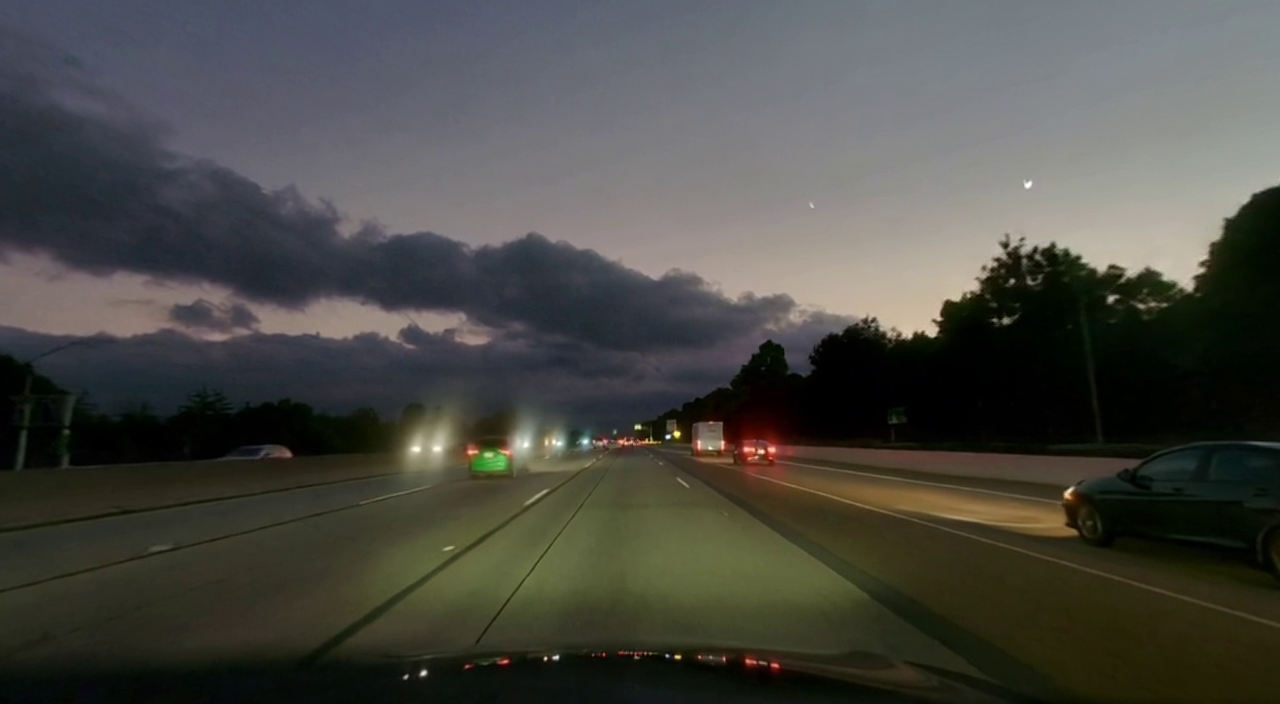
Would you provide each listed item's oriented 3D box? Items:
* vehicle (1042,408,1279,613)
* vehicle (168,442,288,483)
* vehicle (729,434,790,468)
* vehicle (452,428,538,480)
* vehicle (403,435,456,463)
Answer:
[{"bbox_3d":[5.702,1.231,5.130,2.028,1.488,4.236,0,-8,0],"label":"vehicle"},{"bbox_3d":[-16.565,4.439,25.687,1.864,1.436,4.572,0,-8,-1],"label":"vehicle"},{"bbox_3d":[5.411,4.508,29.012,1.920,1.436,3.890,0,-8,-2],"label":"vehicle"},{"bbox_3d":[-4.708,3.347,21.070,1.966,1.570,3.859,0,-8,0],"label":"vehicle"},{"bbox_3d":[-13.242,6.078,39.863,1.902,1.647,4.241,0,-8,-1],"label":"vehicle"}]
